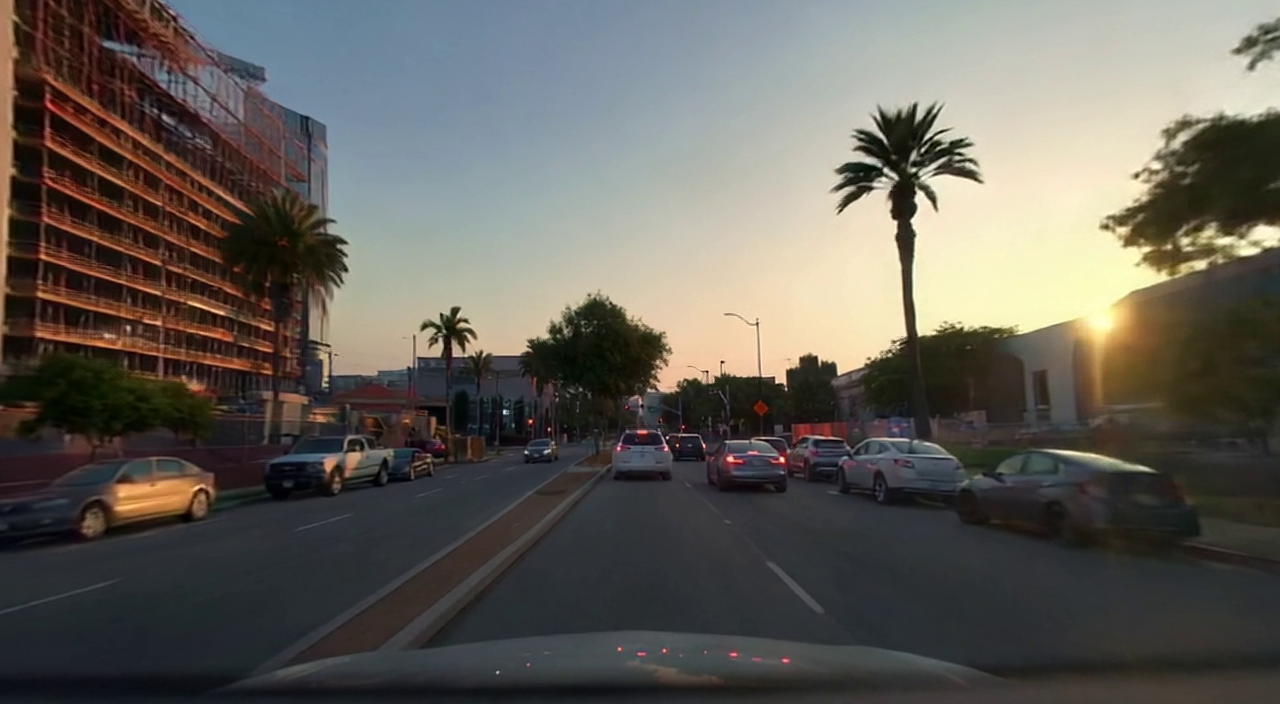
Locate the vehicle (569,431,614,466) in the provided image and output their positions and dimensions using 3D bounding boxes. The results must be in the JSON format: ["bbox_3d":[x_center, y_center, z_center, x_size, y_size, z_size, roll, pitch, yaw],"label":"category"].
[{"bbox_3d":[-2.675,5.453,35.802,2.180,1.879,4.452,0,-8,0],"label":"vehicle"}]

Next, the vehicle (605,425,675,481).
[{"bbox_3d":[-0.013,3.601,22.682,2.264,1.798,4.258,0,-8,0],"label":"vehicle"}]

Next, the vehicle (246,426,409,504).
[{"bbox_3d":[-10.031,3.747,21.003,2.294,1.948,6.025,-6,-10,0],"label":"vehicle"}]

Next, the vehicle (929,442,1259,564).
[{"bbox_3d":[6.445,2.128,9.781,1.819,1.435,4.337,0,-8,-1],"label":"vehicle"}]

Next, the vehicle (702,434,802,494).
[{"bbox_3d":[3.030,3.115,17.979,1.999,1.487,3.939,0,-8,-2],"label":"vehicle"}]

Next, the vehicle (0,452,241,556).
[{"bbox_3d":[-9.923,2.656,11.864,1.804,1.478,4.734,0,-8,-1],"label":"vehicle"}]

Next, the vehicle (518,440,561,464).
[{"bbox_3d":[-6.501,6.515,41.346,2.020,1.486,4.363,0,-8,0],"label":"vehicle"}]

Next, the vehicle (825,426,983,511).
[{"bbox_3d":[6.313,2.829,15.804,1.886,1.792,4.525,0,-8,-1],"label":"vehicle"}]
